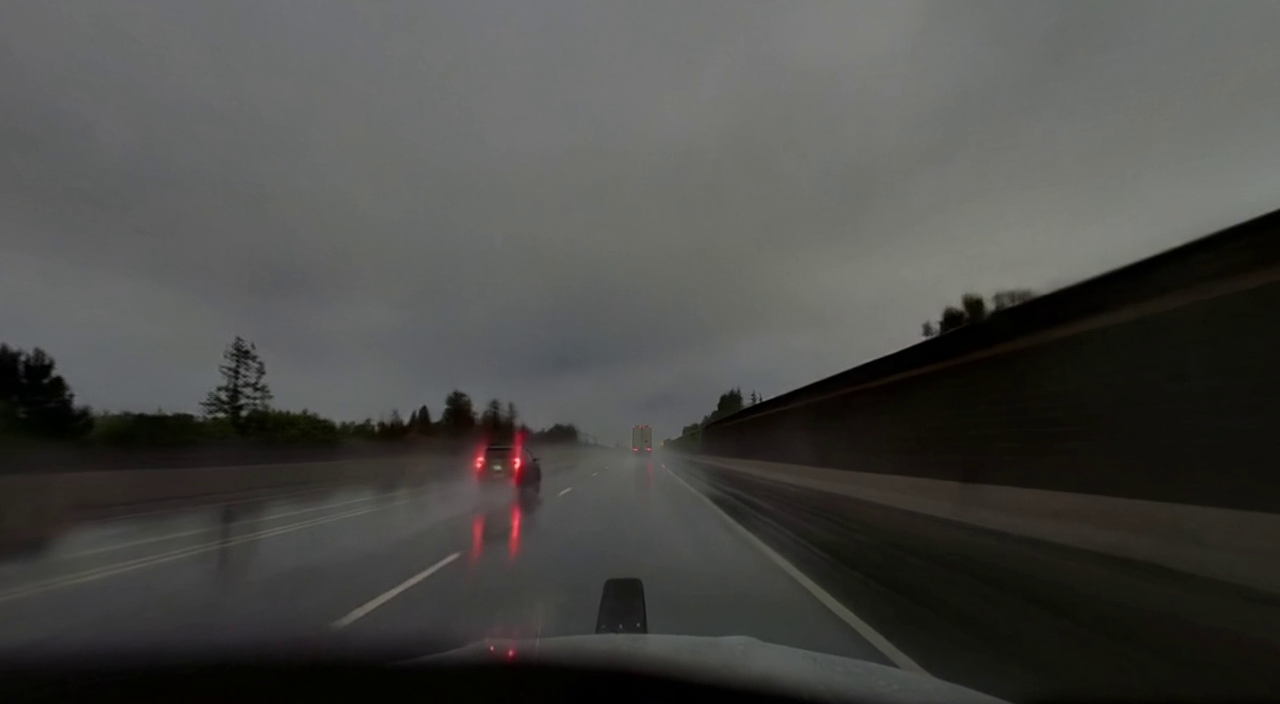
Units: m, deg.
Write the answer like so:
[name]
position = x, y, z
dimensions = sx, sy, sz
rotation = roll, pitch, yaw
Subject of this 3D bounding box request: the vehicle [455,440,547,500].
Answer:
[vehicle]
position = -4.000, 3.439, 18.766
dimensions = 1.880, 1.569, 3.714
rotation = 0, -9, 0
